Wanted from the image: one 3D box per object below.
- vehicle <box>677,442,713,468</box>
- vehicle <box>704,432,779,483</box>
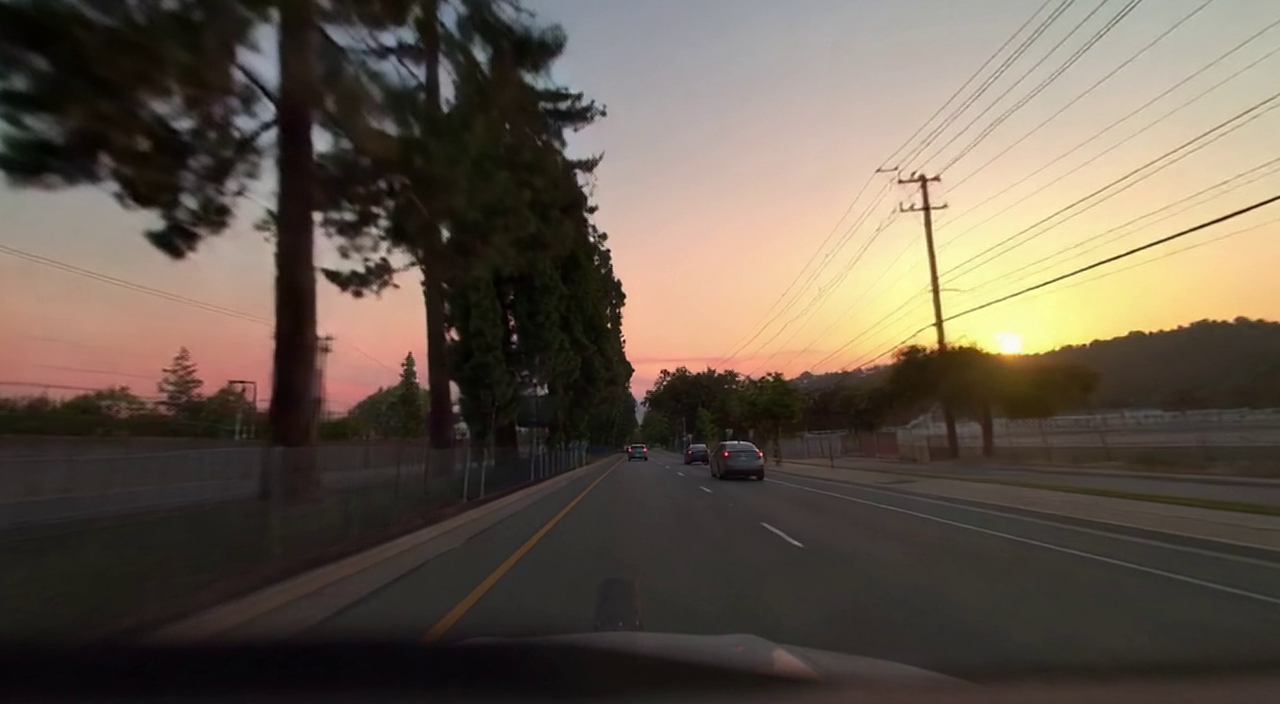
[{"bbox_3d":[3.726,7.100,43.642,2.012,1.653,4.115,0,-9,-2],"label":"vehicle"},{"bbox_3d":[3.976,4.237,25.564,2.112,1.825,4.574,0,-9,-2],"label":"vehicle"}]
